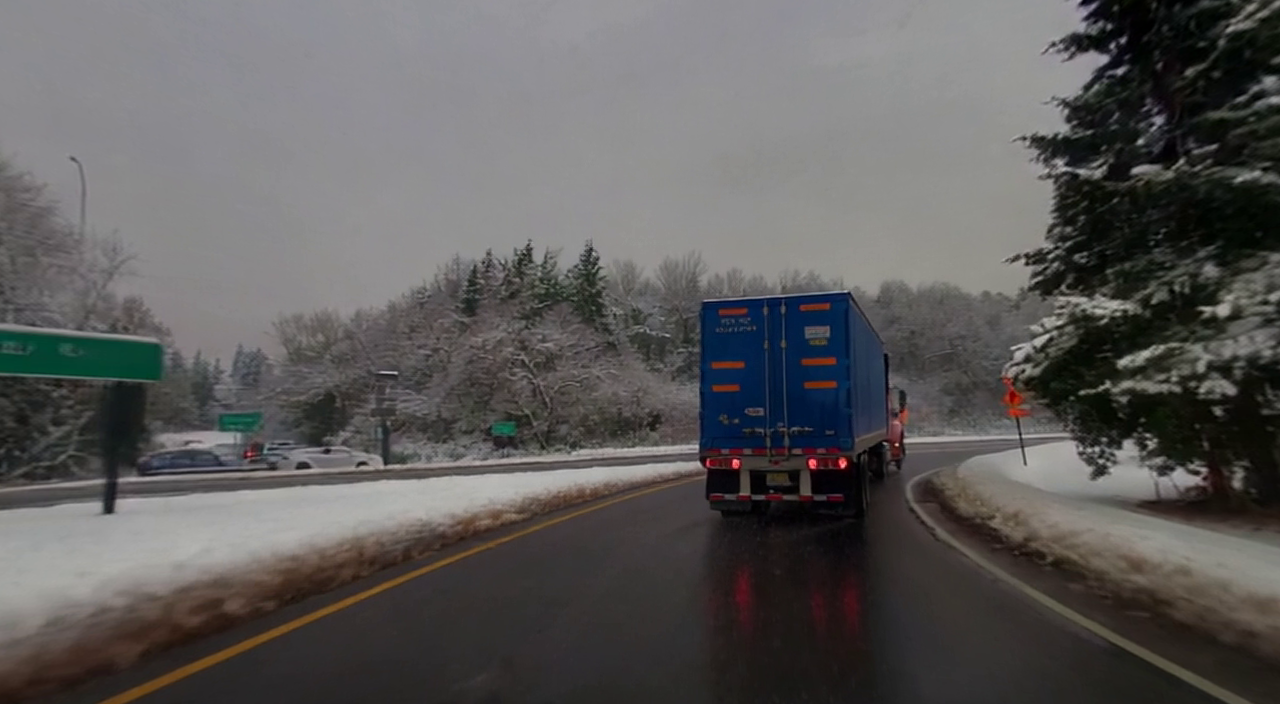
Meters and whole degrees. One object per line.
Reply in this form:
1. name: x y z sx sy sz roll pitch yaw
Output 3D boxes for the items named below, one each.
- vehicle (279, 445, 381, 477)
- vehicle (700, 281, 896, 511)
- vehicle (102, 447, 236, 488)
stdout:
1. vehicle: -15.542 5.446 31.622 4.350 1.410 1.726 4 -9 -32
2. vehicle: 4.259 1.309 14.798 2.937 3.647 9.344 -4 -8 22
3. vehicle: -20.769 5.057 27.909 4.578 1.573 1.806 5 -10 -38
